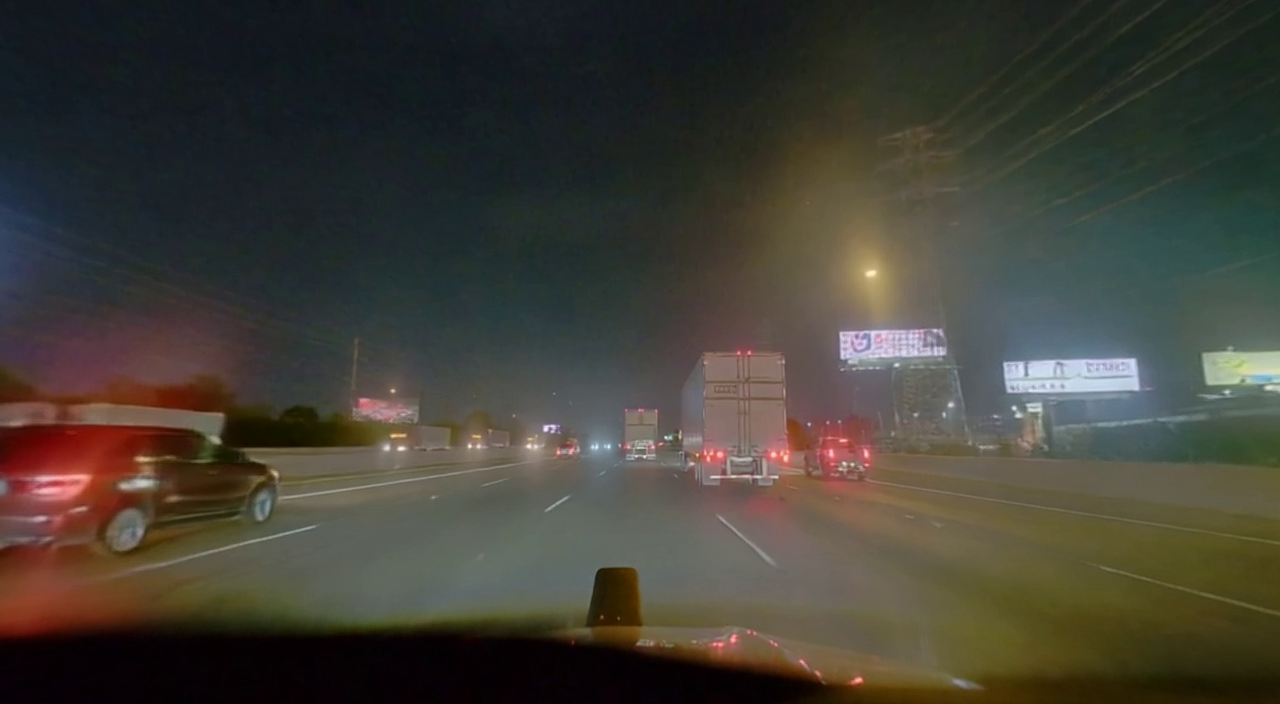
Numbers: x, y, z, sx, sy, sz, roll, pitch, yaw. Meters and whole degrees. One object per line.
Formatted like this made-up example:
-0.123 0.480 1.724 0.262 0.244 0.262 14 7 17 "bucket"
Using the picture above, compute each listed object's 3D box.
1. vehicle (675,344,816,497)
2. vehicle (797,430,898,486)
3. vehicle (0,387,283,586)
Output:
3.305 3.086 25.564 2.892 4.152 16.575 0 -9 0 "vehicle"
7.490 3.877 23.441 2.115 1.844 4.522 0 -9 -1 "vehicle"
-7.008 1.606 8.188 2.004 1.846 4.739 0 -9 -1 "vehicle"
